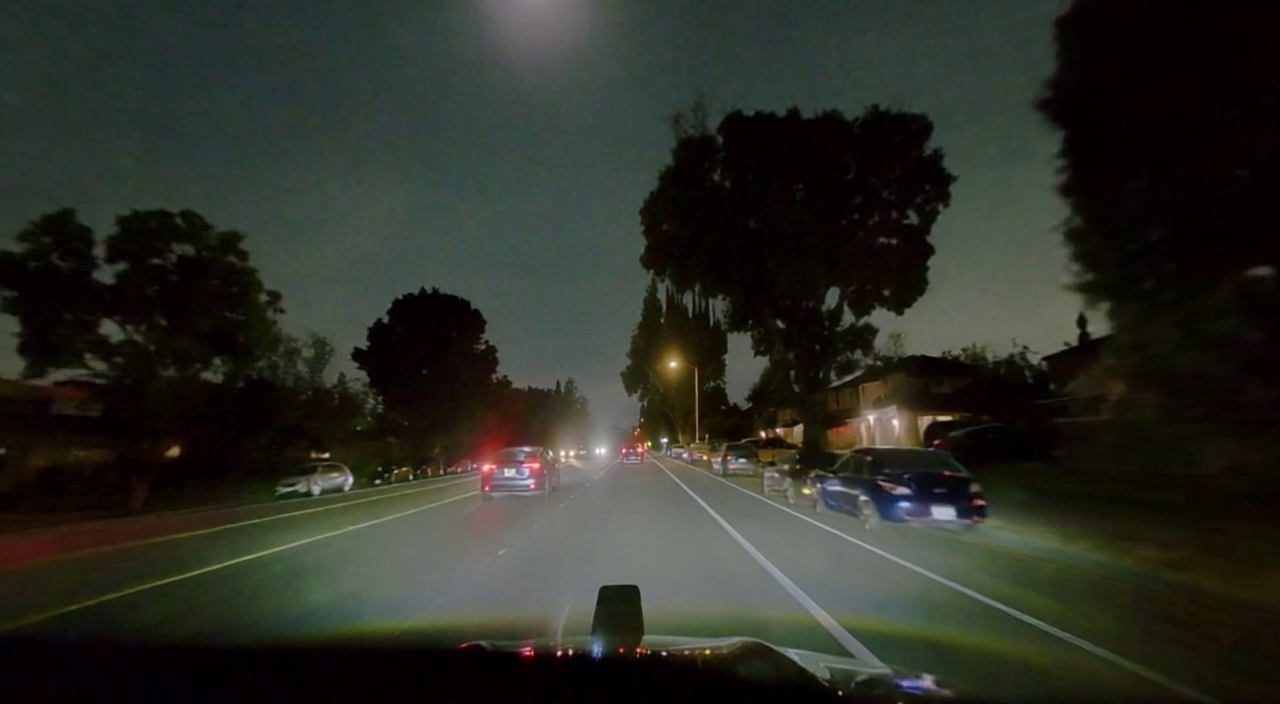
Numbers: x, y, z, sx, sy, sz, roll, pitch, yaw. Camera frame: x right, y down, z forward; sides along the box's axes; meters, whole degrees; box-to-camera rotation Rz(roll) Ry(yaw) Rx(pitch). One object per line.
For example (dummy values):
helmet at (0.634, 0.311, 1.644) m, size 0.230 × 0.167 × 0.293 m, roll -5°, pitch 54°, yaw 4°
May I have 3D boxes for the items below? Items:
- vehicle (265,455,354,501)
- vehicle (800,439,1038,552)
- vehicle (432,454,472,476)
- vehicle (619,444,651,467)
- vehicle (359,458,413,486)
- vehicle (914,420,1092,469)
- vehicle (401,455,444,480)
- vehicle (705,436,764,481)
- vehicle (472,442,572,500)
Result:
vehicle at (-14.734, 5.583, 28.395) m, size 1.945 × 1.613 × 3.983 m, roll -6°, pitch -8°, yaw -1°
vehicle at (4.306, 2.259, 10.743) m, size 1.944 × 1.470 × 4.530 m, roll 0°, pitch -9°, yaw 0°
vehicle at (-14.633, 8.804, 49.407) m, size 1.811 × 1.433 × 4.564 m, roll -6°, pitch -10°, yaw -2°
vehicle at (-0.347, 7.082, 43.467) m, size 2.088 × 1.495 × 4.048 m, roll 0°, pitch -8°, yaw 0°
vehicle at (-14.810, 7.019, 37.091) m, size 1.626 × 1.439 × 3.682 m, roll 0°, pitch -9°, yaw 0°
vehicle at (11.621, 3.006, 20.492) m, size 4.537 × 1.465 × 1.923 m, roll -1°, pitch -9°, yaw 3°
vehicle at (-14.489, 7.705, 42.294) m, size 1.681 × 1.419 × 3.859 m, roll -5°, pitch -10°, yaw -4°
vehicle at (4.075, 4.687, 28.022) m, size 1.943 × 1.788 × 4.462 m, roll 0°, pitch -9°, yaw 1°
vehicle at (-3.291, 3.412, 18.605) m, size 2.027 × 1.477 × 4.413 m, roll 0°, pitch -9°, yaw 1°
